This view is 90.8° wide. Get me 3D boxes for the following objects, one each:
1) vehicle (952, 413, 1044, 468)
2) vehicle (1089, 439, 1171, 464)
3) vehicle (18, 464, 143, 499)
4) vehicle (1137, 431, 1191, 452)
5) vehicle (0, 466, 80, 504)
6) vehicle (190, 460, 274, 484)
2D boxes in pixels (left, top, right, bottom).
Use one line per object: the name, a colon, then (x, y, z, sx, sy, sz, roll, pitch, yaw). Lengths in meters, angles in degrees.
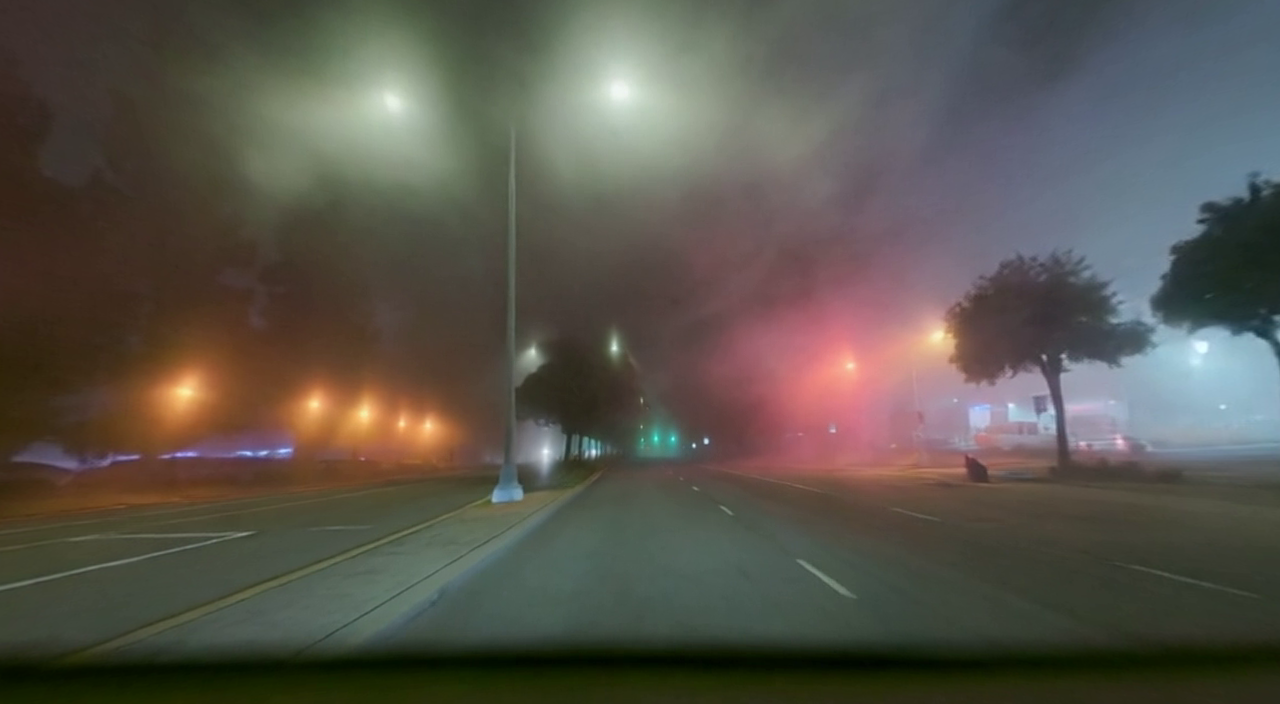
vehicle: (25.746, 6.480, 45.949, 2.724, 3.646, 7.111, 0, -9, 3)
vehicle: (29.983, 6.116, 38.804, 1.748, 1.435, 3.949, 0, -9, -1)
vehicle: (-27.492, 6.312, 31.149, 4.391, 1.476, 1.871, 8, -12, -42)
vehicle: (40.153, 6.911, 48.521, 1.961, 1.523, 4.094, -3, -10, 22)
vehicle: (-27.504, 5.771, 27.422, 4.633, 1.454, 1.909, 8, -11, -41)
vehicle: (-27.164, 7.957, 42.134, 4.457, 1.425, 2.027, 6, -11, -36)
